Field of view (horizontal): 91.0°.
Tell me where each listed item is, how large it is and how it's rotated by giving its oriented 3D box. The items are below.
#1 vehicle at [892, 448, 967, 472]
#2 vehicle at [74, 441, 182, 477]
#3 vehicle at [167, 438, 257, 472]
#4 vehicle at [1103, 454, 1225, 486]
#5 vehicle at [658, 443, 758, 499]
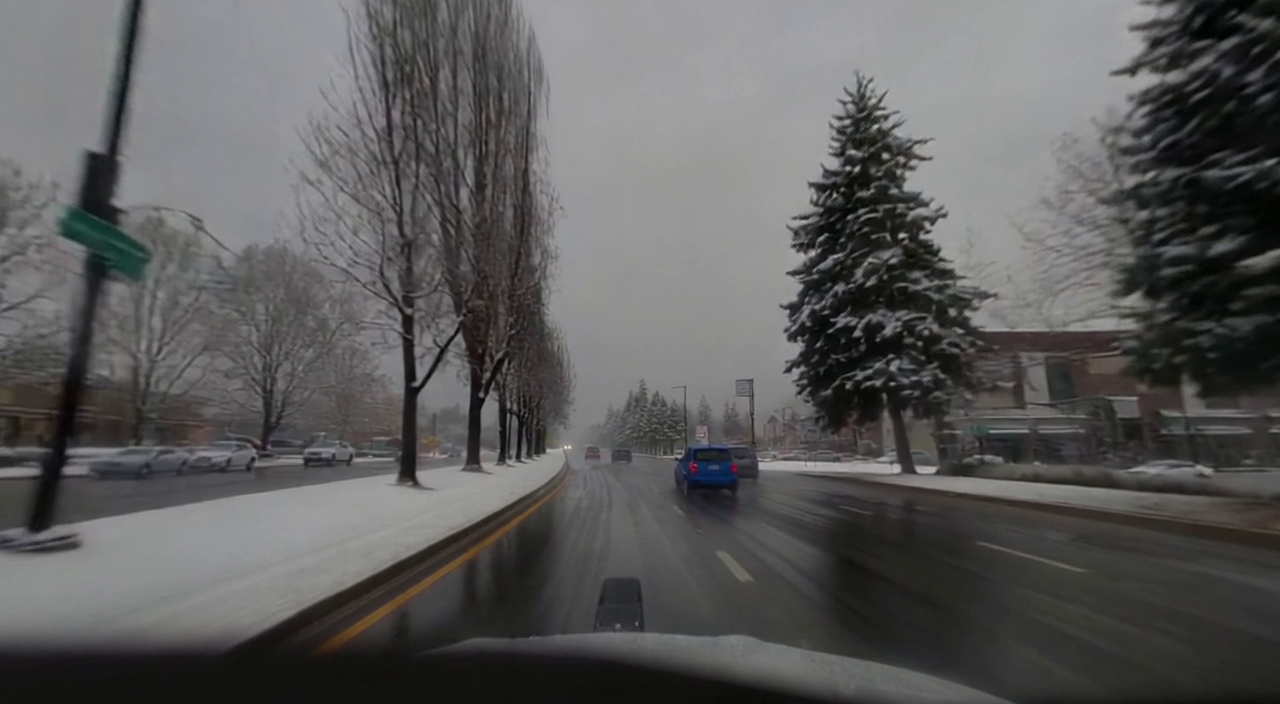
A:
[{"bbox_3d":[19.797,7.345,43.069,4.424,1.531,2.008,3,-9,-18],"label":"vehicle"},{"bbox_3d":[-24.406,5.091,30.227,1.689,1.595,4.293,0,-8,-3],"label":"vehicle"},{"bbox_3d":[-24.561,5.893,36.360,1.982,1.811,4.730,0,-8,-2],"label":"vehicle"},{"bbox_3d":[28.781,6.469,34.818,1.905,1.561,4.816,3,-9,-17],"label":"vehicle"},{"bbox_3d":[1.847,3.447,18.759,2.256,1.451,4.313,1,-8,-4],"label":"vehicle"}]
